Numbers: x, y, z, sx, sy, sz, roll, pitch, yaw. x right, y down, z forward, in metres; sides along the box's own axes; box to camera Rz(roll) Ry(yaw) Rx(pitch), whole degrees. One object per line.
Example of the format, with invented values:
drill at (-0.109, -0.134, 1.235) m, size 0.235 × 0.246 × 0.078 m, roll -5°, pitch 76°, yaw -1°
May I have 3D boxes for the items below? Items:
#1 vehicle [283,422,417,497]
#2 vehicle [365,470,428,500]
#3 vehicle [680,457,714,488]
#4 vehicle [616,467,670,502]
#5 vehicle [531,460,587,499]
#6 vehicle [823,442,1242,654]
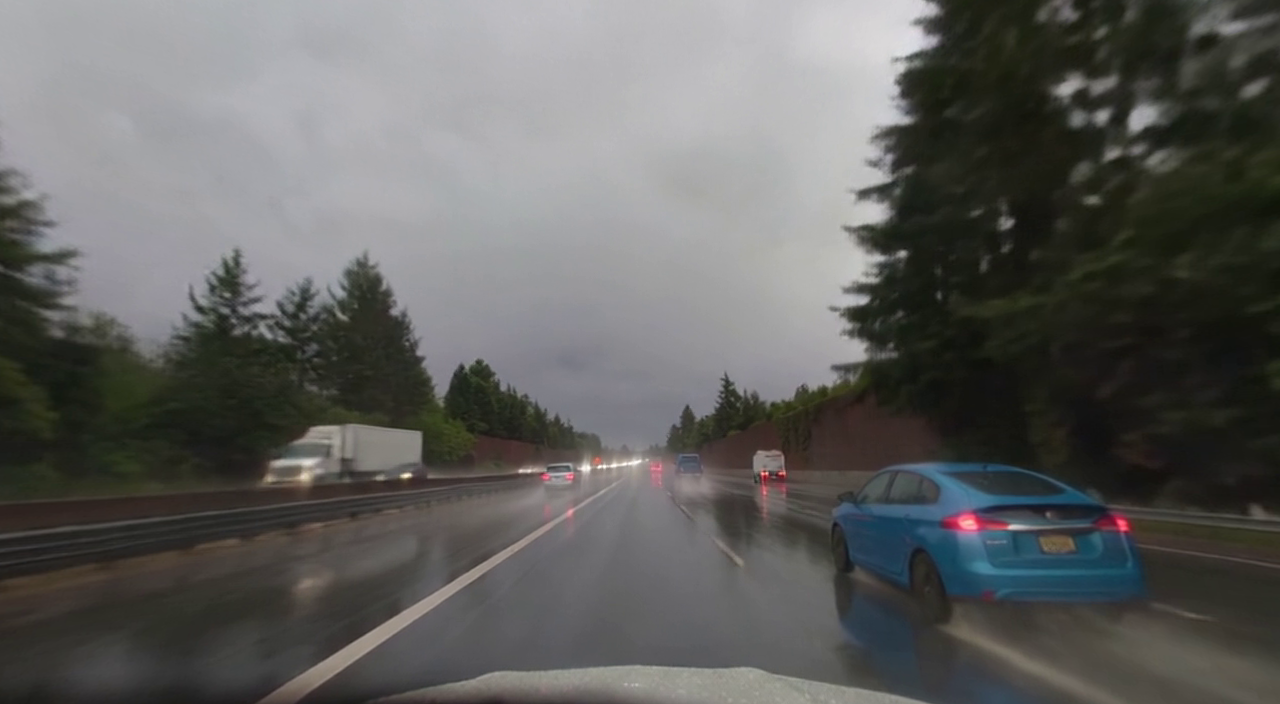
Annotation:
vehicle at (-16.230, 6.261, 36.383) m, size 2.875 × 3.702 × 9.671 m, roll 0°, pitch -10°, yaw 1°
vehicle at (-12.328, 6.750, 32.175) m, size 1.667 × 1.424 × 3.762 m, roll 1°, pitch -10°, yaw 0°
vehicle at (4.138, 8.832, 46.338) m, size 2.030 × 2.172 × 3.621 m, roll 1°, pitch -10°, yaw -1°
vehicle at (0.142, 5.877, 28.259) m, size 2.241 × 1.425 × 3.973 m, roll 0°, pitch -10°, yaw 0°
vehicle at (-3.816, 6.125, 30.471) m, size 2.021 × 1.706 × 4.247 m, roll 0°, pitch -10°, yaw 1°
vehicle at (3.520, 1.829, 6.712) m, size 1.938 × 1.561 × 3.786 m, roll 1°, pitch -10°, yaw -1°
